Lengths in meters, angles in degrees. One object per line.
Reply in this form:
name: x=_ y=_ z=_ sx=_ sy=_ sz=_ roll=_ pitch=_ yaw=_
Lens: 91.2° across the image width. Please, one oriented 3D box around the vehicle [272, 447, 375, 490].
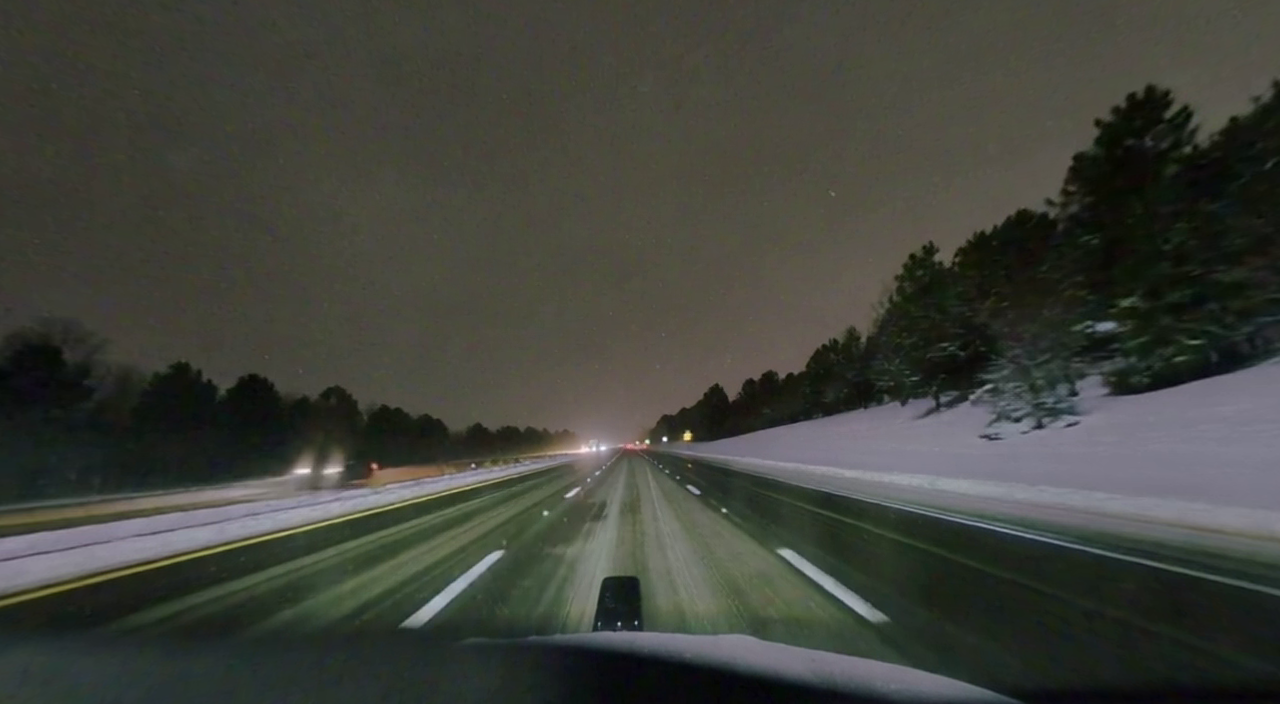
vehicle: x=-12.994 y=4.778 z=26.078 sx=1.943 sy=1.598 sz=4.516 roll=0 pitch=-9 yaw=-1
